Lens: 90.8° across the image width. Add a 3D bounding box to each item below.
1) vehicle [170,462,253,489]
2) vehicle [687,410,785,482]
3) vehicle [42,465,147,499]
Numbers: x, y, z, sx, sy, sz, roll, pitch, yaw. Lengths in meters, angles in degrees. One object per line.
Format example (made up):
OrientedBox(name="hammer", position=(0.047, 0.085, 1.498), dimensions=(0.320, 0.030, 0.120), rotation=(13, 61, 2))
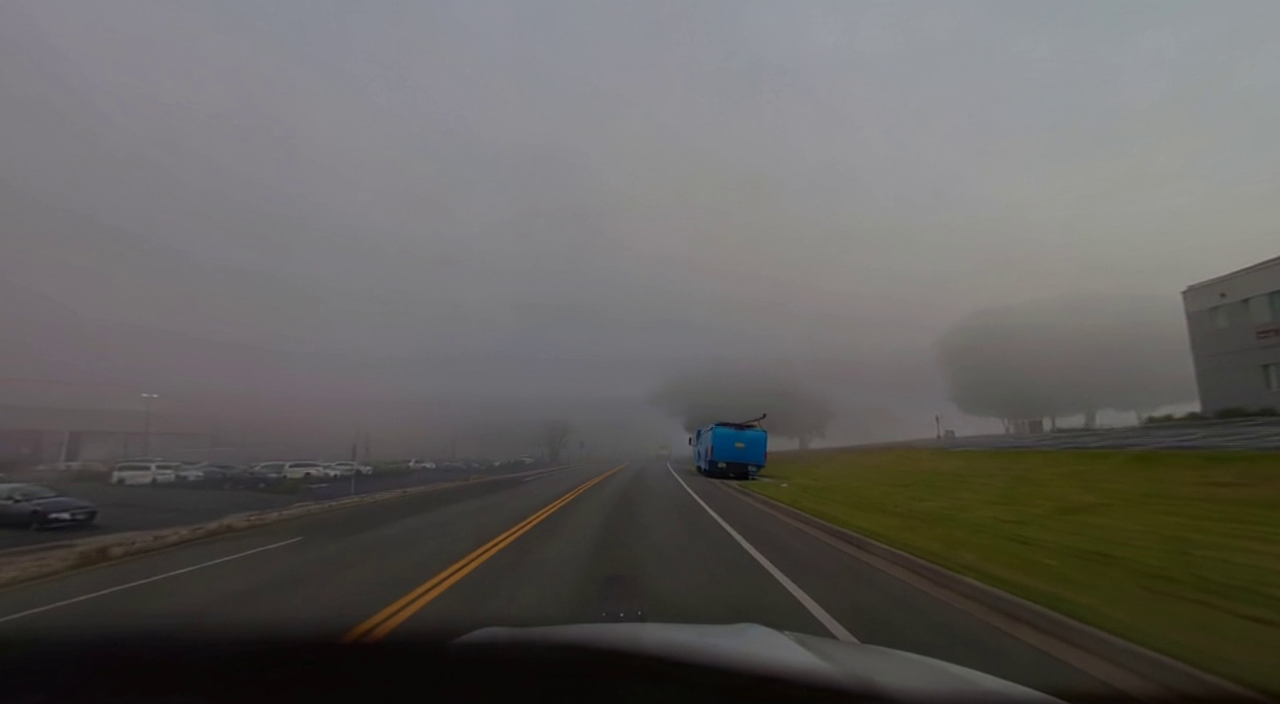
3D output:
OrientedBox(name="vehicle", position=(-30.126, 8.669, 44.459), dimensions=(4.371, 1.750, 1.940), rotation=(0, -8, 1))
OrientedBox(name="vehicle", position=(4.523, 4.815, 32.528), dimensions=(3.282, 3.067, 10.181), rotation=(0, -8, -1))
OrientedBox(name="vehicle", position=(-31.107, 7.389, 36.061), dimensions=(4.313, 1.738, 1.985), rotation=(-1, -8, 7))
